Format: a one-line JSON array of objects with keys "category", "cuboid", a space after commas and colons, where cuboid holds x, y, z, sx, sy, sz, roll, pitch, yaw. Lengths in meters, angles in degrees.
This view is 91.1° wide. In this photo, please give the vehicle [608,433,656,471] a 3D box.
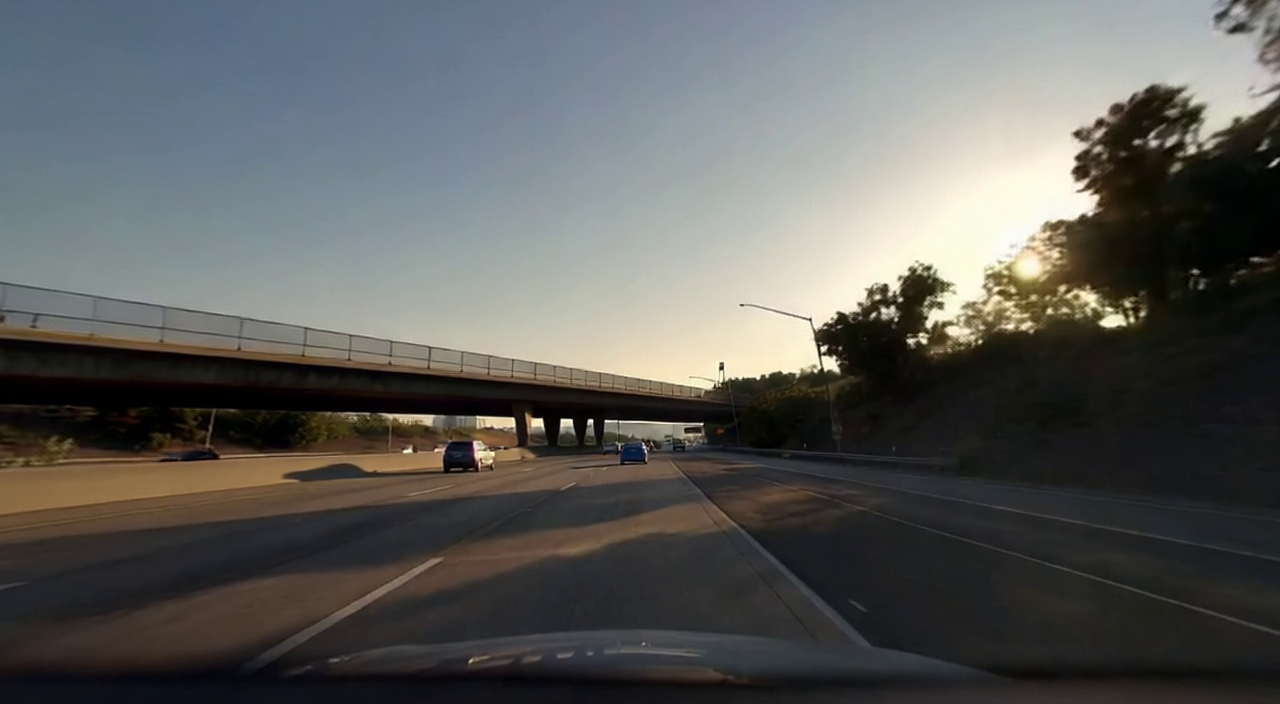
[{"category": "vehicle", "cuboid": [-0.312, 4.795, 30.204, 2.155, 1.690, 4.318, 0, -9, 1]}]

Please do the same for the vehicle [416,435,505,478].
[{"category": "vehicle", "cuboid": [-6.914, 4.076, 24.740, 1.994, 1.519, 4.668, 0, -9, 2]}]
